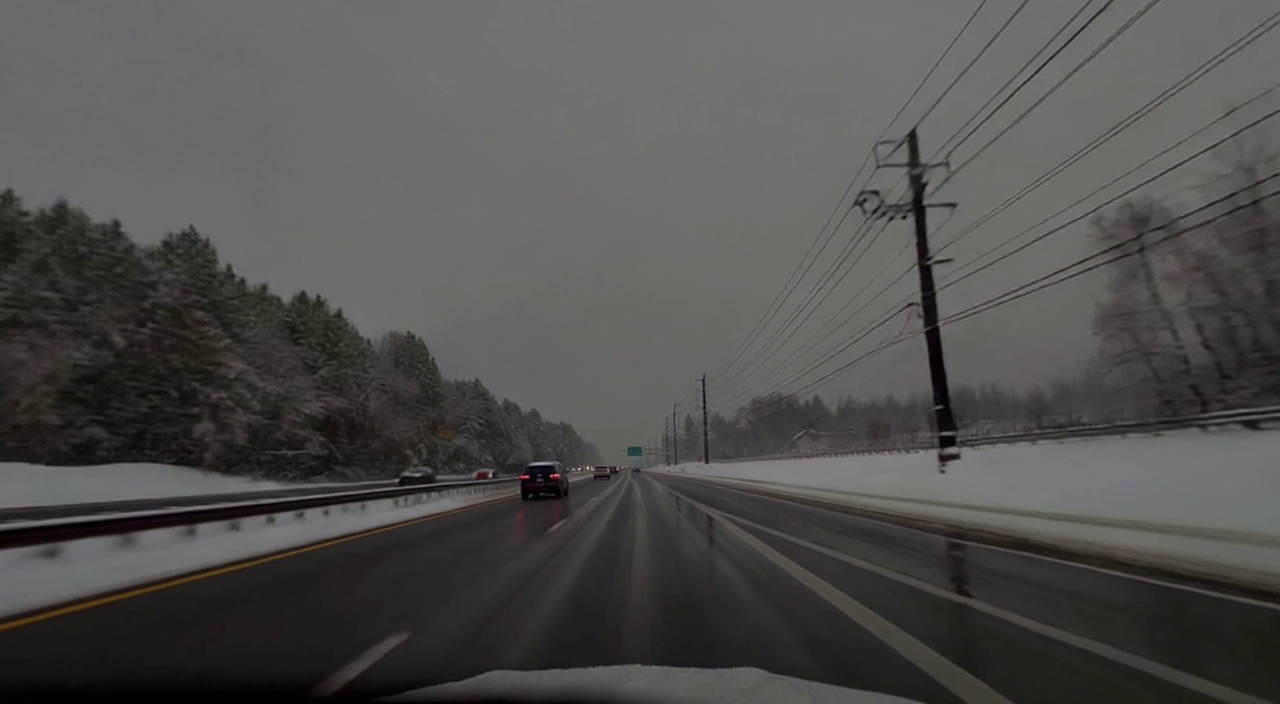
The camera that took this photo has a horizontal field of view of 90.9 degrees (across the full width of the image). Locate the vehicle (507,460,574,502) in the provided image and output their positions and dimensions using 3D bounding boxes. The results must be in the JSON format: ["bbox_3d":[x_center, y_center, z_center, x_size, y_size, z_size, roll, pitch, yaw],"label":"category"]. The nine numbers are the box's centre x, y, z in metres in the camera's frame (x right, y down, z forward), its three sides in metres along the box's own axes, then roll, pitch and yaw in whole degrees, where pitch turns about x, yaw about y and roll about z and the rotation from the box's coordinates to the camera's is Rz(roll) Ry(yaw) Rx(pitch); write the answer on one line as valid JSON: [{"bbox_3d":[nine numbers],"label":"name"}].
[{"bbox_3d":[-3.900,5.170,25.458,1.963,1.501,4.227,1,-10,0],"label":"vehicle"}]

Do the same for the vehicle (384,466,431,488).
[{"bbox_3d":[-16.687,8.967,45.362,1.827,1.434,3.798,1,-10,1],"label":"vehicle"}]
